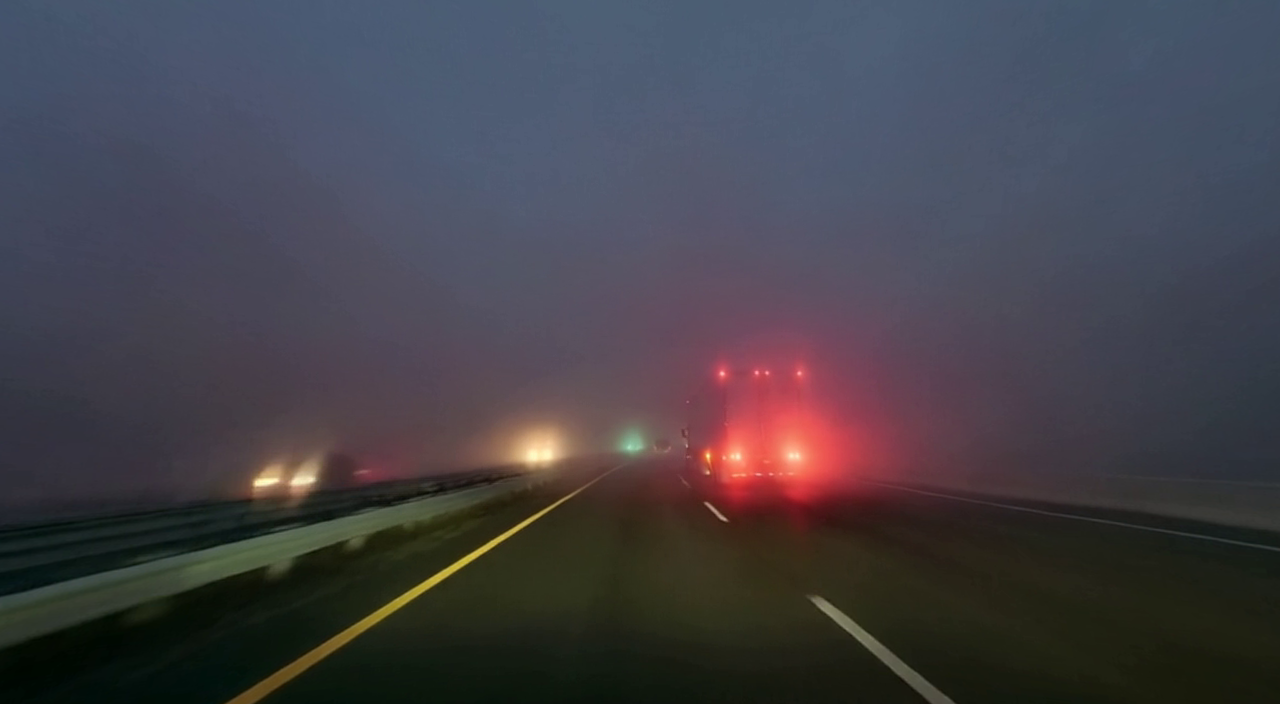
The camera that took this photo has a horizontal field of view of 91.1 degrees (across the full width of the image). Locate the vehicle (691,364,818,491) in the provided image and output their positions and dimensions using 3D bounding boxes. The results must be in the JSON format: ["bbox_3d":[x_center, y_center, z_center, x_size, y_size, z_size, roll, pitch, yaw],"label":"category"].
[{"bbox_3d":[4.139,3.340,26.357,2.965,4.028,12.529,0,-9,0],"label":"vehicle"}]

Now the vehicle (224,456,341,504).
[{"bbox_3d":[-12.275,4.388,21.859,1.859,1.465,3.636,0,-9,1],"label":"vehicle"}]
